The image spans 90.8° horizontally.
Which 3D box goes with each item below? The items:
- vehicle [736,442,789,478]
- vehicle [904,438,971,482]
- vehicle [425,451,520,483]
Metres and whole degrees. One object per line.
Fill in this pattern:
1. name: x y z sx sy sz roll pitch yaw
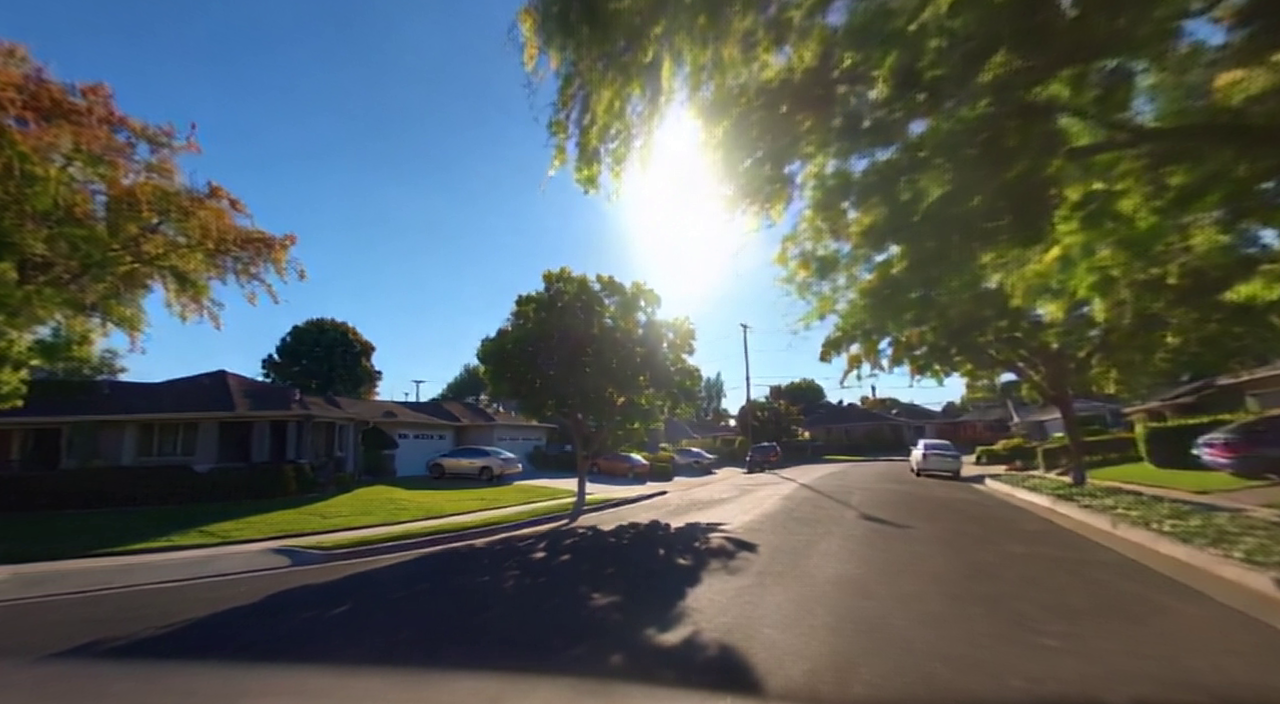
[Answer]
1. vehicle: 7.457 6.464 37.990 2.208 1.834 4.675 -9 -11 19
2. vehicle: 12.037 4.343 25.813 2.005 1.553 3.984 -1 -8 19
3. vehicle: -8.580 5.861 32.358 4.404 1.495 1.844 -3 -9 21
